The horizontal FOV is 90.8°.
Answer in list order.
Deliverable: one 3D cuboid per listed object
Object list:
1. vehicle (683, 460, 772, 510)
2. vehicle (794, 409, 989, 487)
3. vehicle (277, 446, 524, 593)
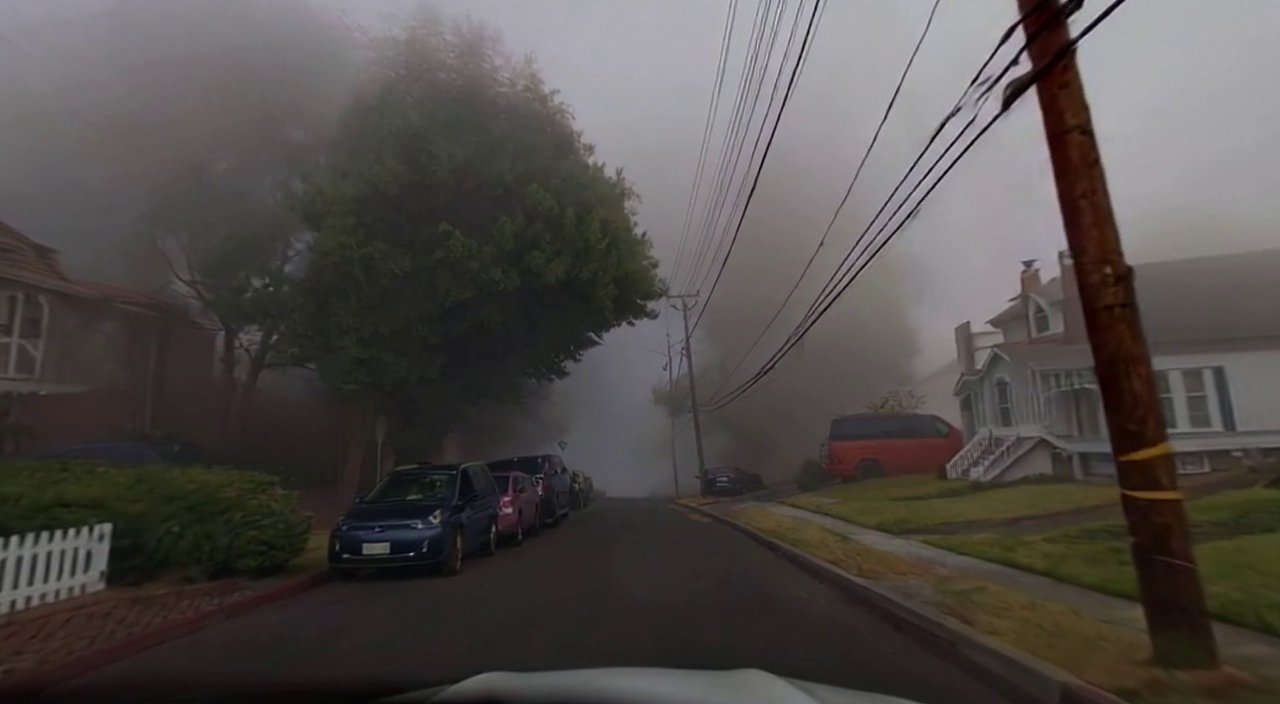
[{"bbox_3d":[3.147,4.901,23.625,3.005,1.535,4.025,-1,-8,4],"label":"vehicle"},{"bbox_3d":[6.428,2.501,16.547,4.249,1.905,1.904,0,-9,-1],"label":"vehicle"},{"bbox_3d":[-3.088,2.216,9.429,2.081,1.589,4.691,1,-9,-3],"label":"vehicle"}]
